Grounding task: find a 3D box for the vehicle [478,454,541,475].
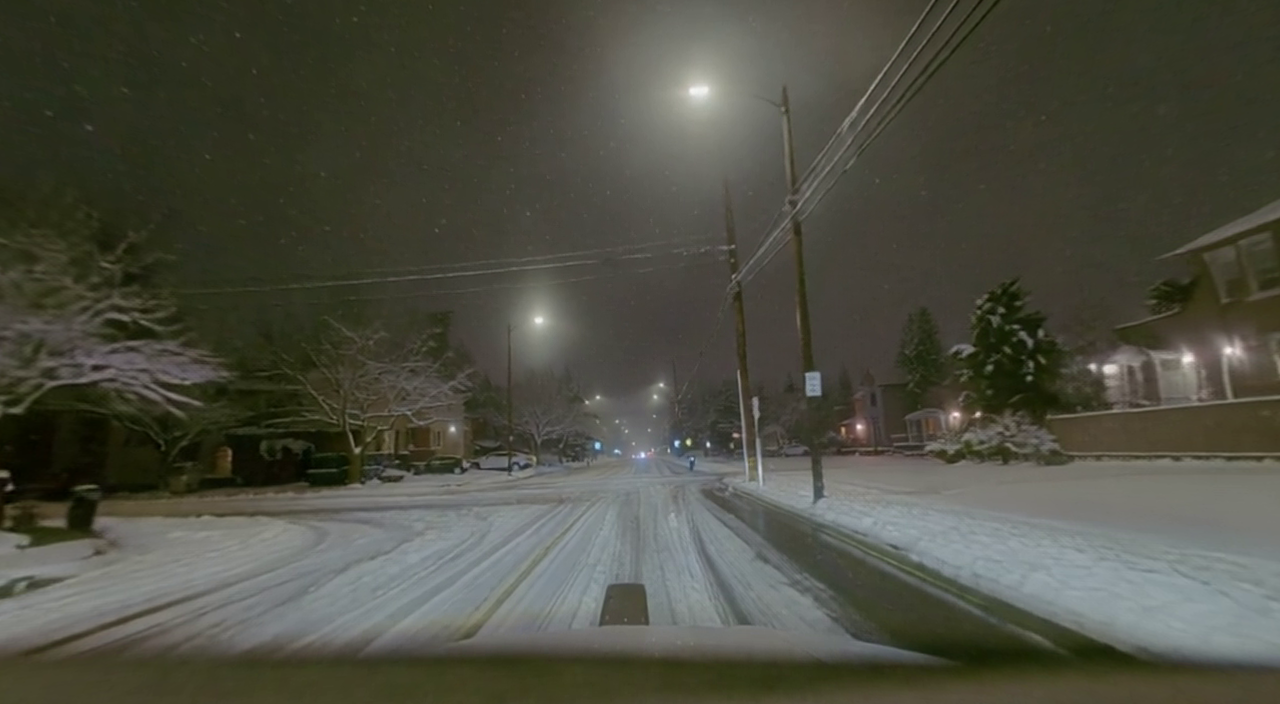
[{"bbox_3d":[-9.890,8.505,47.695,4.293,1.484,1.981,4,-10,-22],"label":"vehicle"}]
